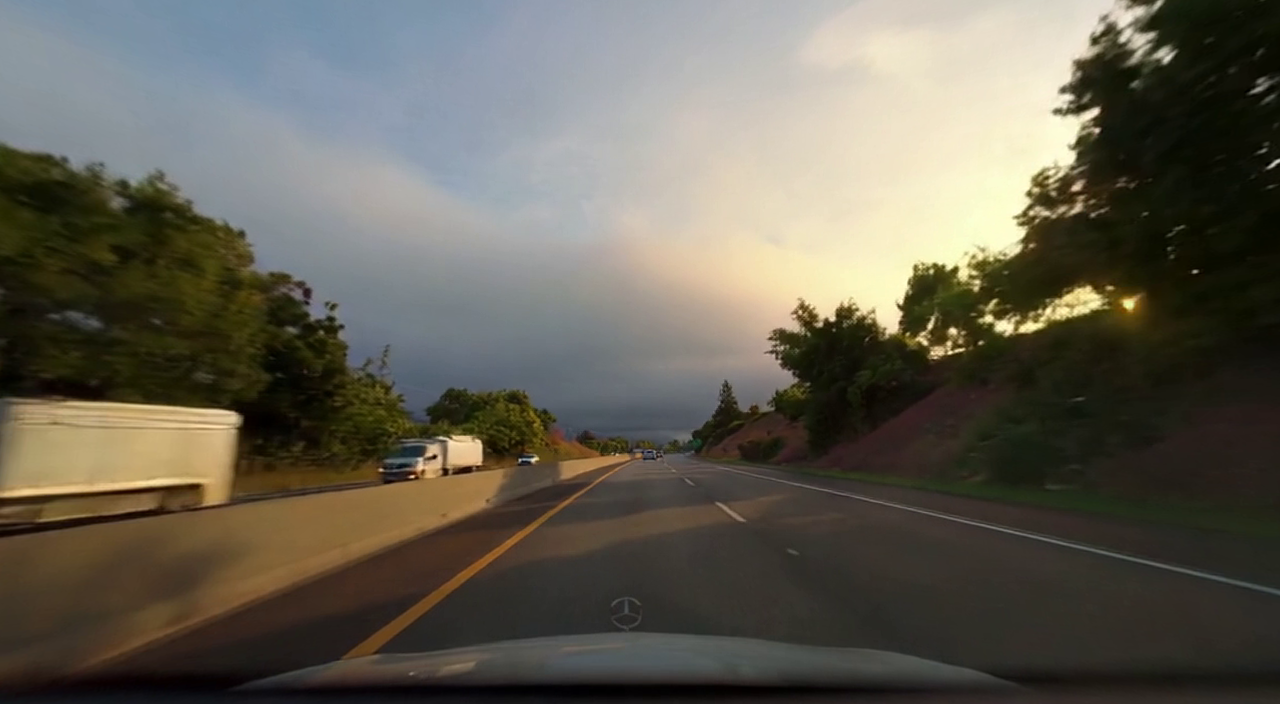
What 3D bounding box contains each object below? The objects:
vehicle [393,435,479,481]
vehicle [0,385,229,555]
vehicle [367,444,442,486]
[{"bbox_3d":[-12.879,6.800,40.711,2.714,2.654,8.303,0,-9,1],"label":"vehicle"},{"bbox_3d":[-12.838,2.389,13.063,2.692,3.025,8.751,0,-9,0],"label":"vehicle"},{"bbox_3d":[-12.795,6.155,34.641,2.187,2.101,4.987,0,-9,-1],"label":"vehicle"}]
